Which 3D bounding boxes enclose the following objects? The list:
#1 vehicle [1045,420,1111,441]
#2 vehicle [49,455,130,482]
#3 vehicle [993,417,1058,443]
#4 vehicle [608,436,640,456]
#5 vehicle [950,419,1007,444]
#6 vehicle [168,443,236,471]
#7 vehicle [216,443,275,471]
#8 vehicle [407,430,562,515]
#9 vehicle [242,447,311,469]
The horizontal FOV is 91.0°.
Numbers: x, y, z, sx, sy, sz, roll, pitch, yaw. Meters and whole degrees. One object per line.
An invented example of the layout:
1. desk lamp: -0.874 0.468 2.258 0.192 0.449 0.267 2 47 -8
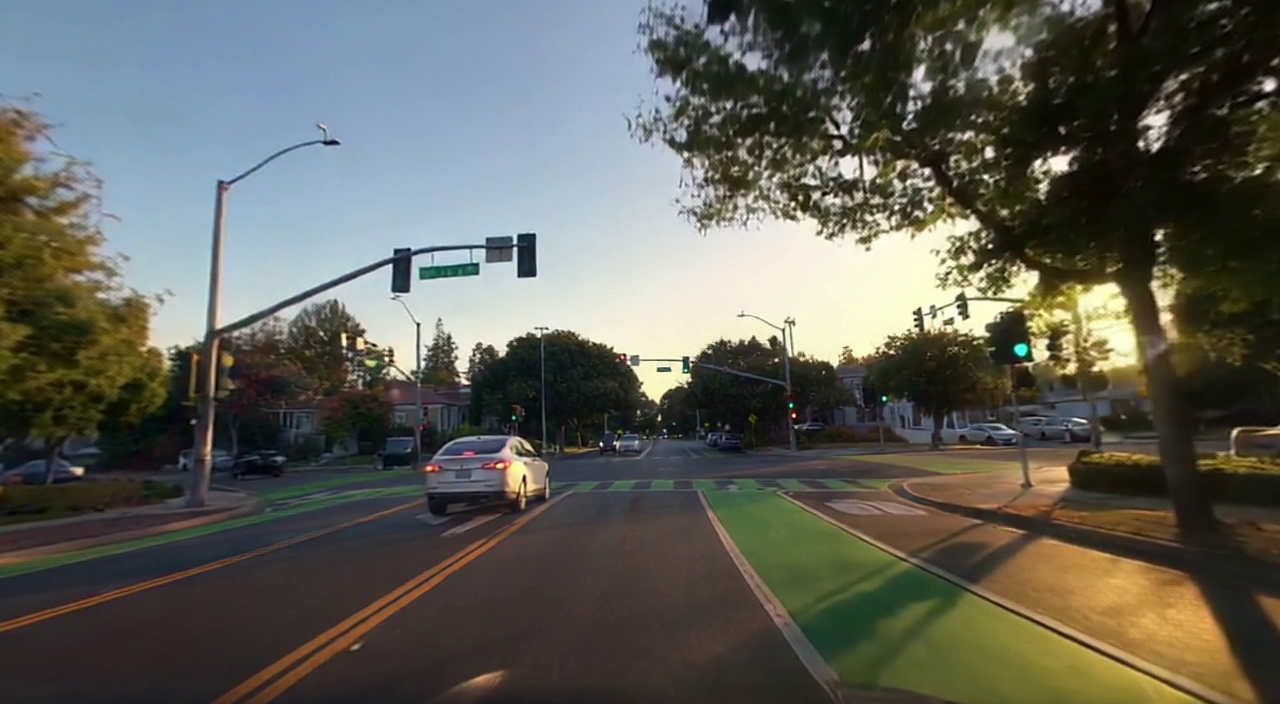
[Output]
1. vehicle: 31.856 5.780 45.948 1.837 1.396 4.695 -1 -8 6
2. vehicle: -37.093 7.853 42.449 3.835 1.665 1.826 -1 -9 4
3. vehicle: 28.031 5.730 45.909 2.033 1.821 4.542 -1 -8 3
4. vehicle: -1.189 7.211 48.444 1.982 1.472 4.103 -1 -8 4
5. vehicle: 24.888 5.906 46.406 1.964 1.759 4.583 -1 -8 5
6. vehicle: -34.164 8.192 49.251 1.979 2.043 4.543 -1 -8 1
7. vehicle: -31.124 8.265 49.746 1.892 1.801 4.120 -5 -7 3
8. vehicle: -3.058 2.484 13.556 1.904 1.489 4.746 -1 -8 3
9. vehicle: -28.349 8.281 49.313 1.972 1.567 5.009 -1 -8 7
